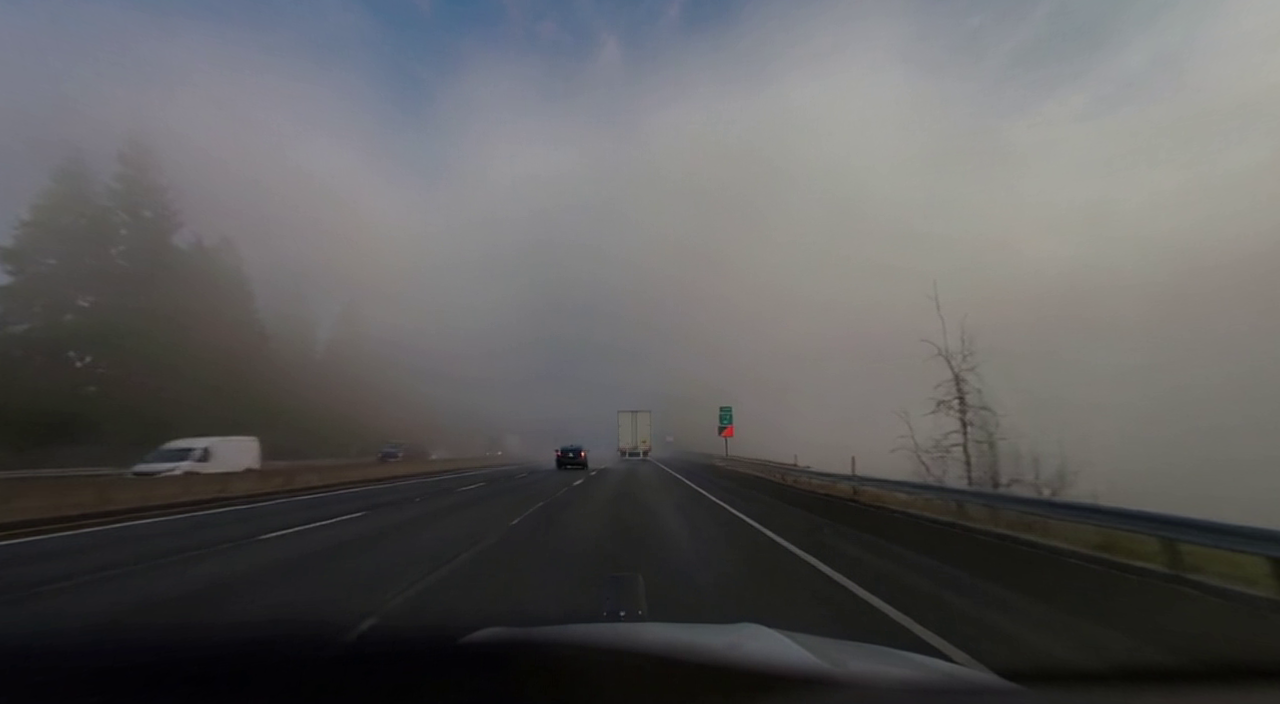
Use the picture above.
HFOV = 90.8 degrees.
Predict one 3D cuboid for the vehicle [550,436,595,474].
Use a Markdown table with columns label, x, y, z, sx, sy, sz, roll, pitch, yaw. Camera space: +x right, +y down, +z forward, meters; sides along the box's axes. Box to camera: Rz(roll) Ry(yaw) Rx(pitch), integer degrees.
| label | x | y | z | sx | sy | sz | roll | pitch | yaw |
| --- | --- | --- | --- | --- | --- | --- | --- | --- | --- |
| vehicle | -3.591 | 5.578 | 34.364 | 2.139 | 1.925 | 4.312 | 0 | -9 | -3 |
